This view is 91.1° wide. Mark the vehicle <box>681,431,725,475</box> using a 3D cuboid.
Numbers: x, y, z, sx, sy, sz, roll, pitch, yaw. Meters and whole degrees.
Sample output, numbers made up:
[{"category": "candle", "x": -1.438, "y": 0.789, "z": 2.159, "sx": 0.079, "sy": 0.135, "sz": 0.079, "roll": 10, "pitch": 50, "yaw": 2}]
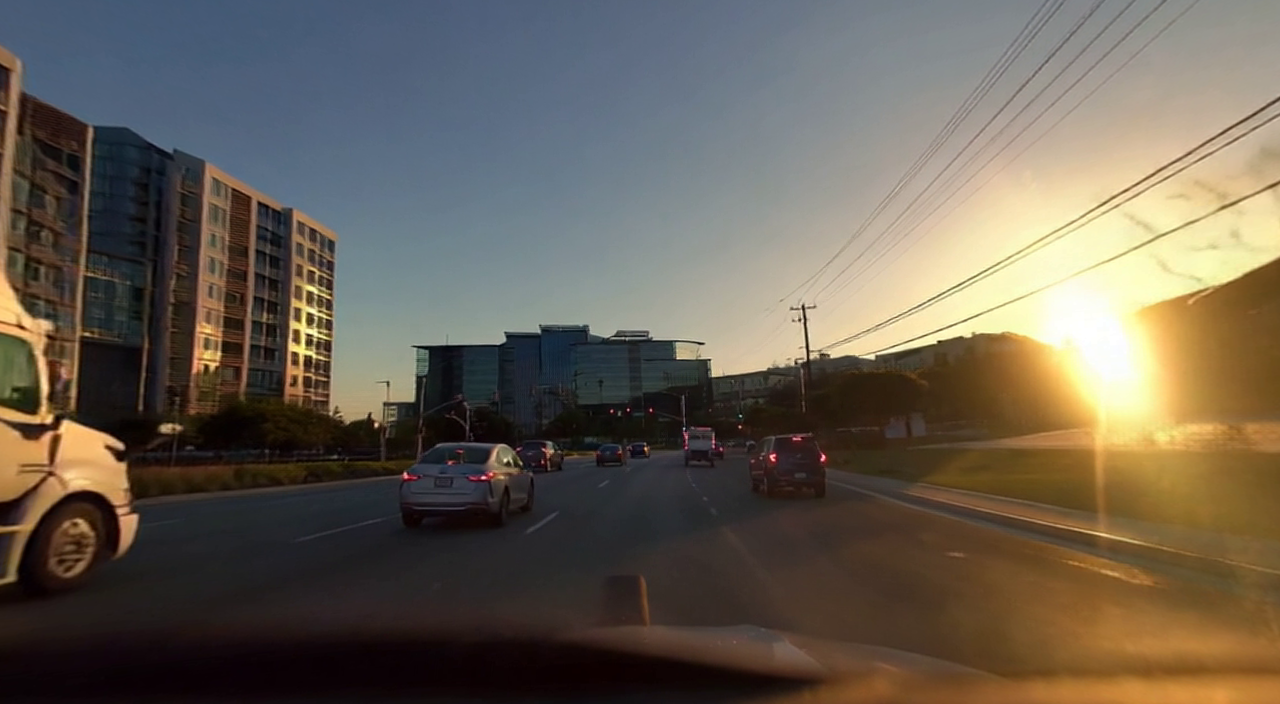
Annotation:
[{"category": "vehicle", "x": 3.784, "y": 6.024, "z": 37.723, "sx": 2.457, "sy": 2.440, "sz": 5.486, "roll": -1, "pitch": -9, "yaw": 6}]

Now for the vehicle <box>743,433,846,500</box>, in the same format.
[{"category": "vehicle", "x": 4.847, "y": 3.663, "z": 20.471, "sx": 2.283, "sy": 1.923, "sz": 4.427, "roll": 0, "pitch": -9, "yaw": 1}]

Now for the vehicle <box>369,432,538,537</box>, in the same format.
[{"category": "vehicle", "x": -3.268, "y": 2.383, "z": 11.856, "sx": 1.934, "sy": 1.643, "sz": 3.718, "roll": 0, "pitch": -9, "yaw": 2}]

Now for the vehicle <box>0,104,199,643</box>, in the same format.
[{"category": "vehicle", "x": -6.486, "y": 0.148, "z": 4.682, "sx": 3.239, "sy": 4.055, "sz": 3.881, "roll": 0, "pitch": -9, "yaw": 1}]

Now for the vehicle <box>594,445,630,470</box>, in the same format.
[{"category": "vehicle", "x": -1.821, "y": 7.084, "z": 42.508, "sx": 1.984, "sy": 1.567, "sz": 4.311, "roll": 0, "pitch": -9, "yaw": 4}]
